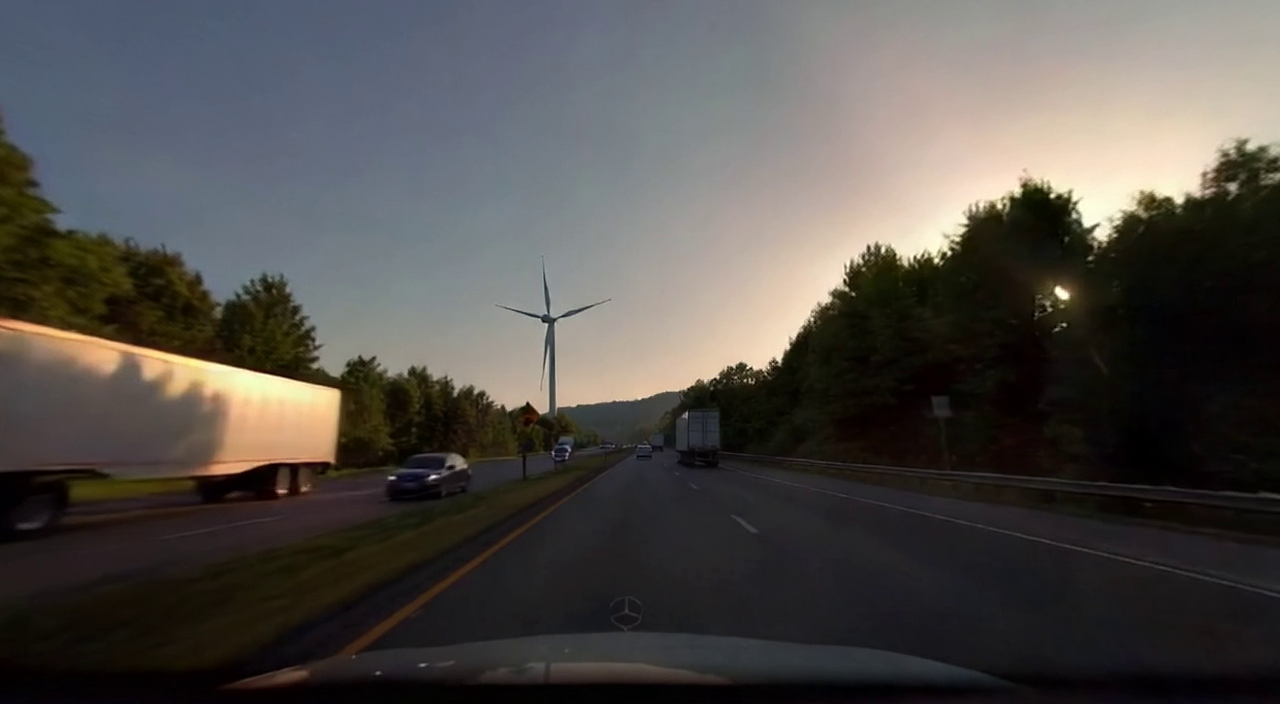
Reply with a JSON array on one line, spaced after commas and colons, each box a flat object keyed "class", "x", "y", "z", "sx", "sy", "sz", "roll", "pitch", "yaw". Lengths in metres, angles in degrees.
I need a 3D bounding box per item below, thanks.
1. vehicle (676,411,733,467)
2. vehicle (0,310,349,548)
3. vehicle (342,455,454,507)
[{"class": "vehicle", "x": 4.428, "y": 6.327, "z": 45.233, "sx": 2.903, "sy": 3.602, "sz": 9.351, "roll": 0, "pitch": -9, "yaw": -1}, {"class": "vehicle", "x": -12.559, "y": 2.210, "z": 16.445, "sx": 2.916, "sy": 4.112, "sz": 14.233, "roll": 0, "pitch": -9, "yaw": 1}, {"class": "vehicle", "x": -7.641, "y": 4.096, "z": 20.375, "sx": 2.005, "sy": 1.485, "sz": 3.893, "roll": 0, "pitch": -9, "yaw": 1}]
